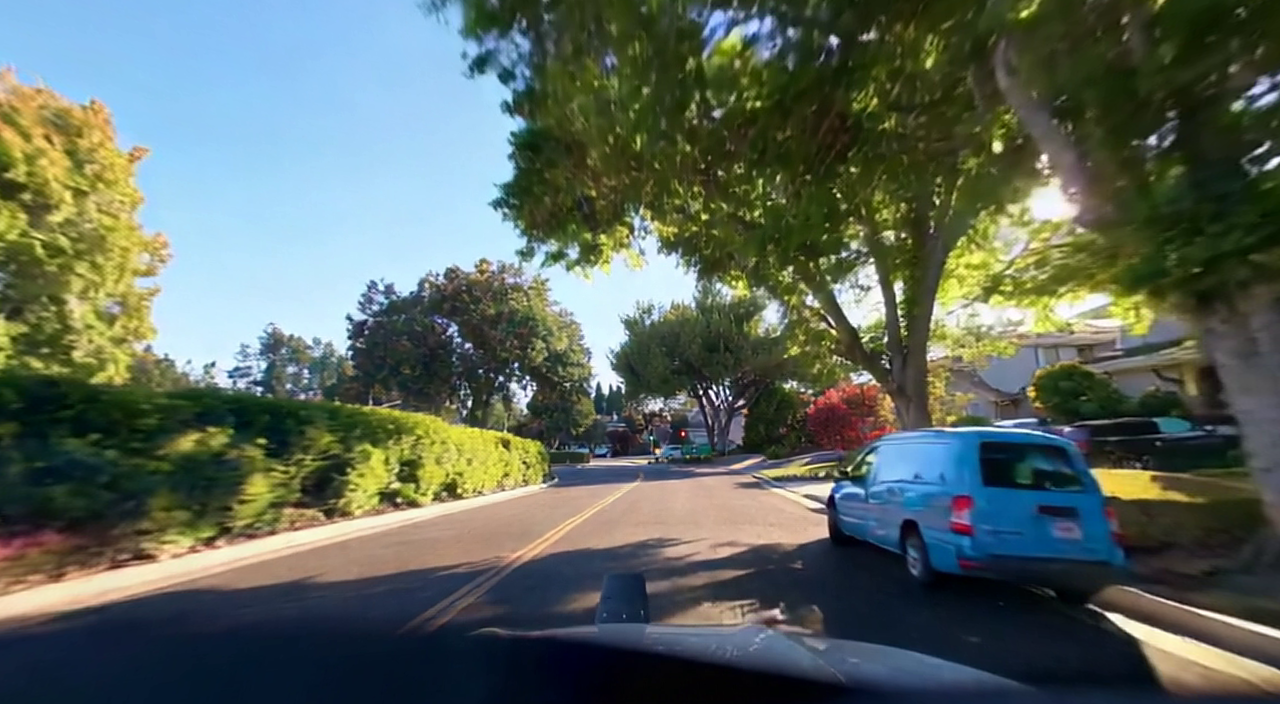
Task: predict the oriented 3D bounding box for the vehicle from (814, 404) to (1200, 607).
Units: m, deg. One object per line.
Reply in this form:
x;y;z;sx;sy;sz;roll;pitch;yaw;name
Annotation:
4.041;1.773;8.231;2.323;1.849;4.691;0;-9;2;vehicle

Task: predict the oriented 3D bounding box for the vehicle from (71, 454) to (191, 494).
-29.190;6.953;36.302;2.294;1.843;5.438;-3;-8;2;vehicle
